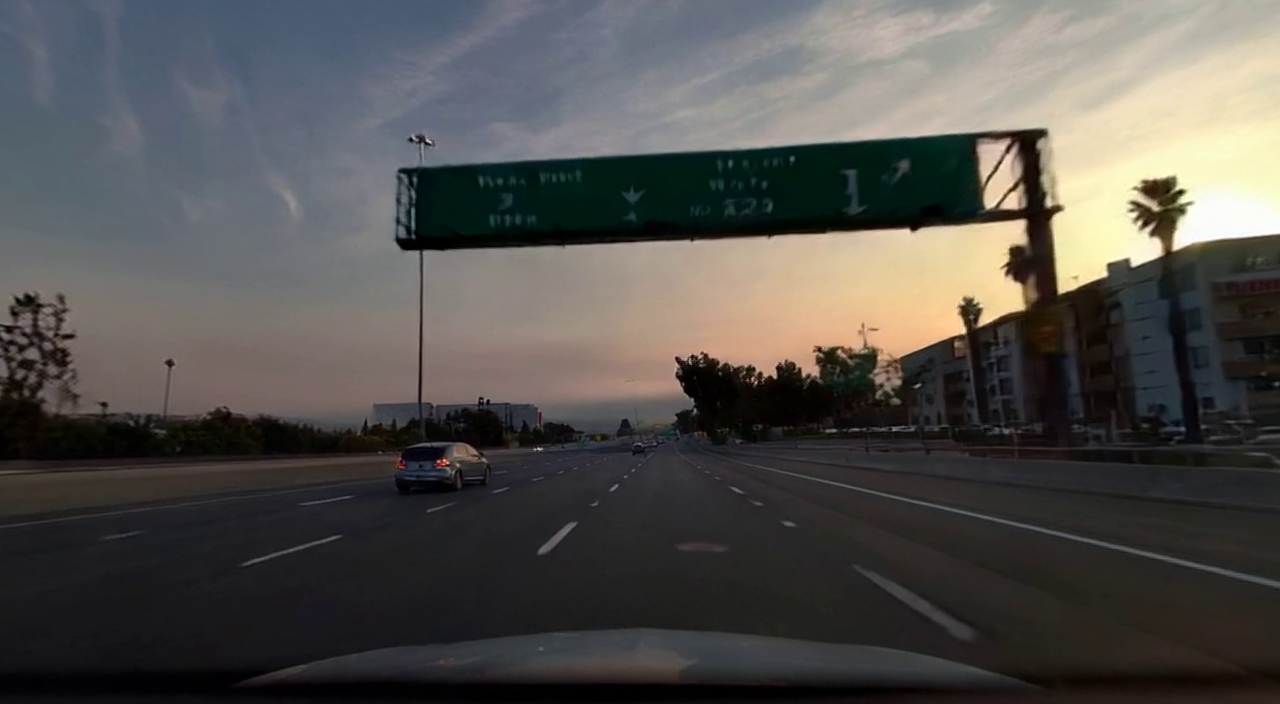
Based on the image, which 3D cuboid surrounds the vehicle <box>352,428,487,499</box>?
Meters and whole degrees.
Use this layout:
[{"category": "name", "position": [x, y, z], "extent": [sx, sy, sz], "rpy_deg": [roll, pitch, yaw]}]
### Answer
[{"category": "vehicle", "position": [-6.282, 3.229, 18.705], "extent": [2.145, 1.793, 4.762], "rpy_deg": [-1, -8, 2]}]
